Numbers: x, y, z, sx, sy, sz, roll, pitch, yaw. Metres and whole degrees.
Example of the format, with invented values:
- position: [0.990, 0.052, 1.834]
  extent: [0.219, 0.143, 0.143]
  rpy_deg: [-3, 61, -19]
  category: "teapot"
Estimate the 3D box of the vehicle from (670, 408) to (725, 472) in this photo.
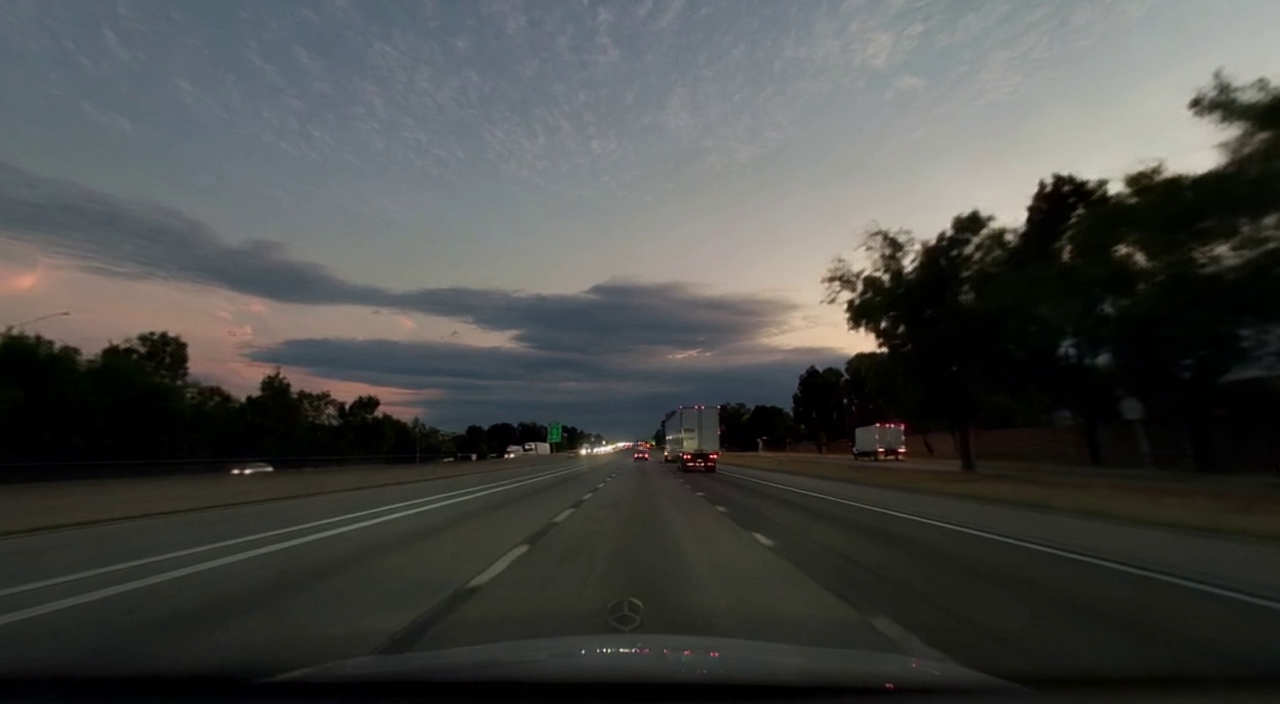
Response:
- position: [4.175, 6.891, 49.102]
  extent: [3.058, 4.312, 12.251]
  rpy_deg: [0, -9, 0]
  category: "vehicle"
